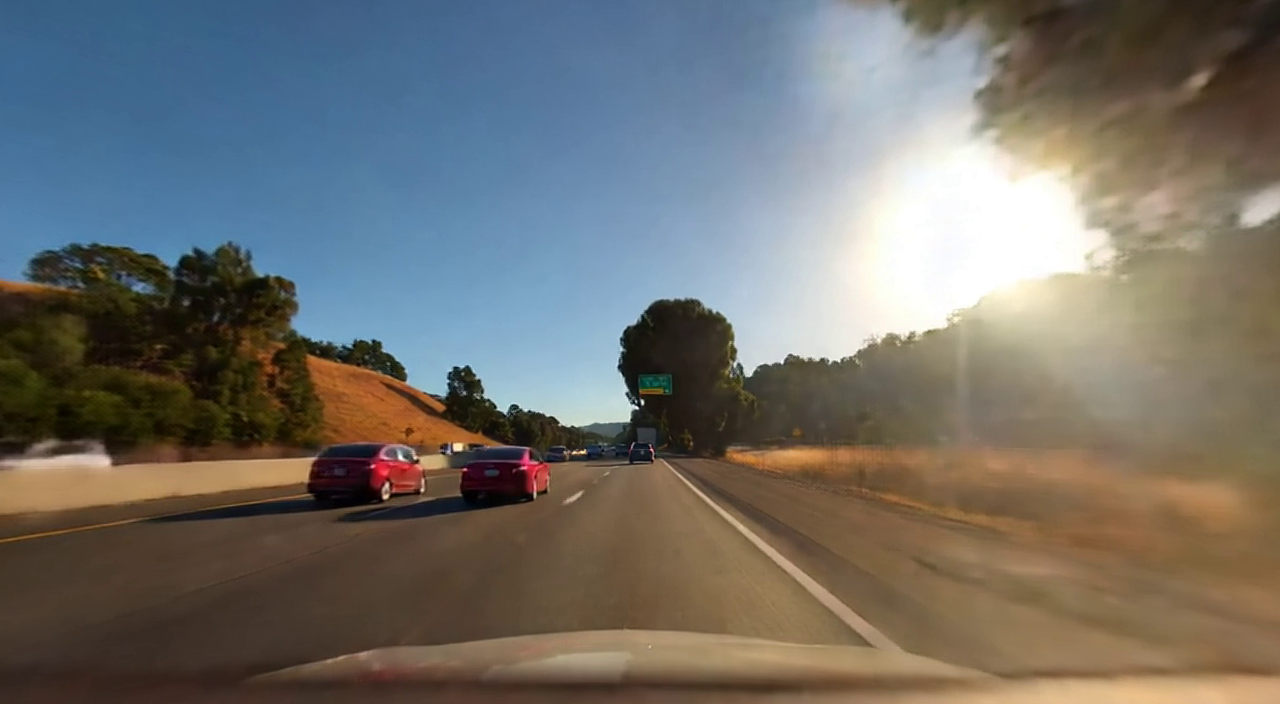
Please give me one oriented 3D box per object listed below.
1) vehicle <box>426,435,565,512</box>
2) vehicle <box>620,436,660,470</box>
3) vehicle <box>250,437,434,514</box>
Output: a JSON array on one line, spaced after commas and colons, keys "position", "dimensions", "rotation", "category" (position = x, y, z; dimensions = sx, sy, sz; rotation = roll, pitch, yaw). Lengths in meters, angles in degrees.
[{"position": [-3.336, 2.920, 15.756], "dimensions": [2.139, 1.589, 5.102], "rotation": [-1, -9, 2], "category": "vehicle"}, {"position": [0.060, 6.297, 39.516], "dimensions": [2.309, 1.915, 5.130], "rotation": [-1, -9, 1], "category": "vehicle"}, {"position": [-6.778, 2.843, 15.059], "dimensions": [2.009, 1.519, 4.697], "rotation": [-1, -9, 1], "category": "vehicle"}]
